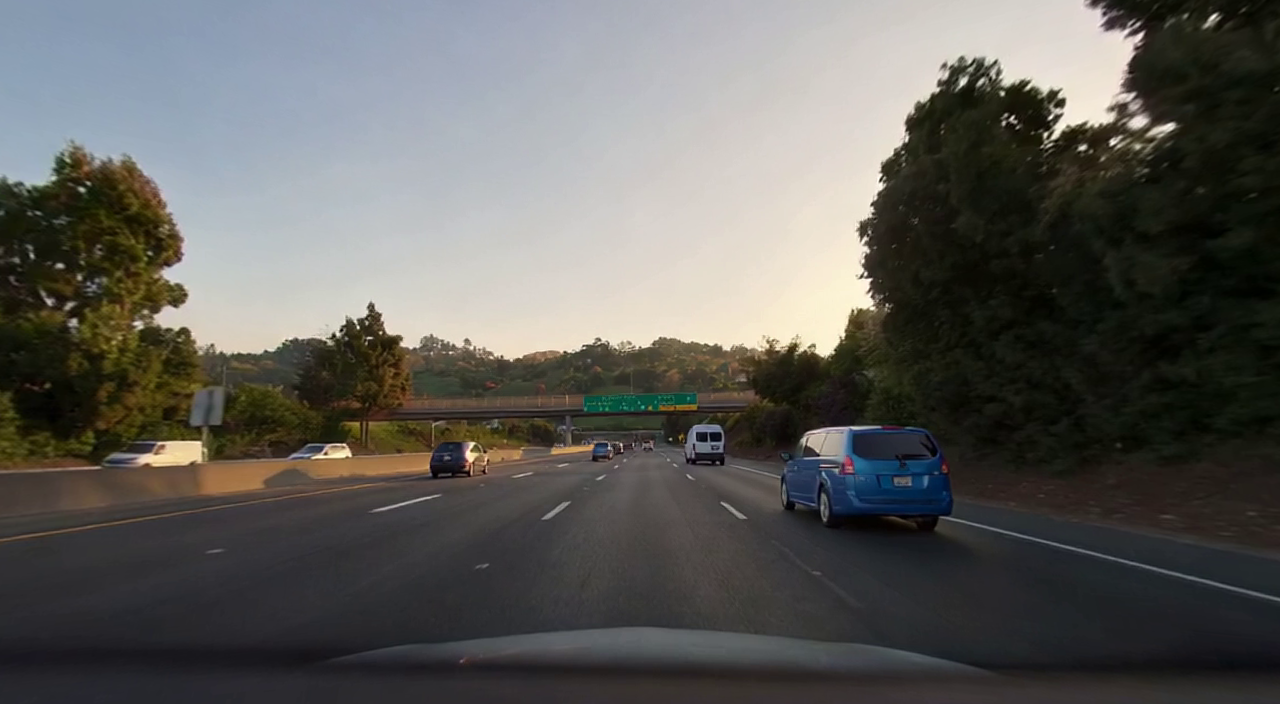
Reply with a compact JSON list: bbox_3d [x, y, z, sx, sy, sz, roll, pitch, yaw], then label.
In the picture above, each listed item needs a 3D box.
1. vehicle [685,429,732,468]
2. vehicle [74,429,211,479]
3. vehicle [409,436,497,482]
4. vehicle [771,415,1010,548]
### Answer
[{"bbox_3d":[4.232,6.095,39.974,2.347,2.234,5.352,0,-8,0],"label":"vehicle"},{"bbox_3d":[-36.099,7.436,46.342,2.791,3.222,8.831,0,-8,0],"label":"vehicle"},{"bbox_3d":[-7.378,4.265,25.448,2.068,1.632,4.623,0,-8,1],"label":"vehicle"},{"bbox_3d":[3.724,2.017,10.501,2.100,1.690,4.536,0,-8,0],"label":"vehicle"}]
